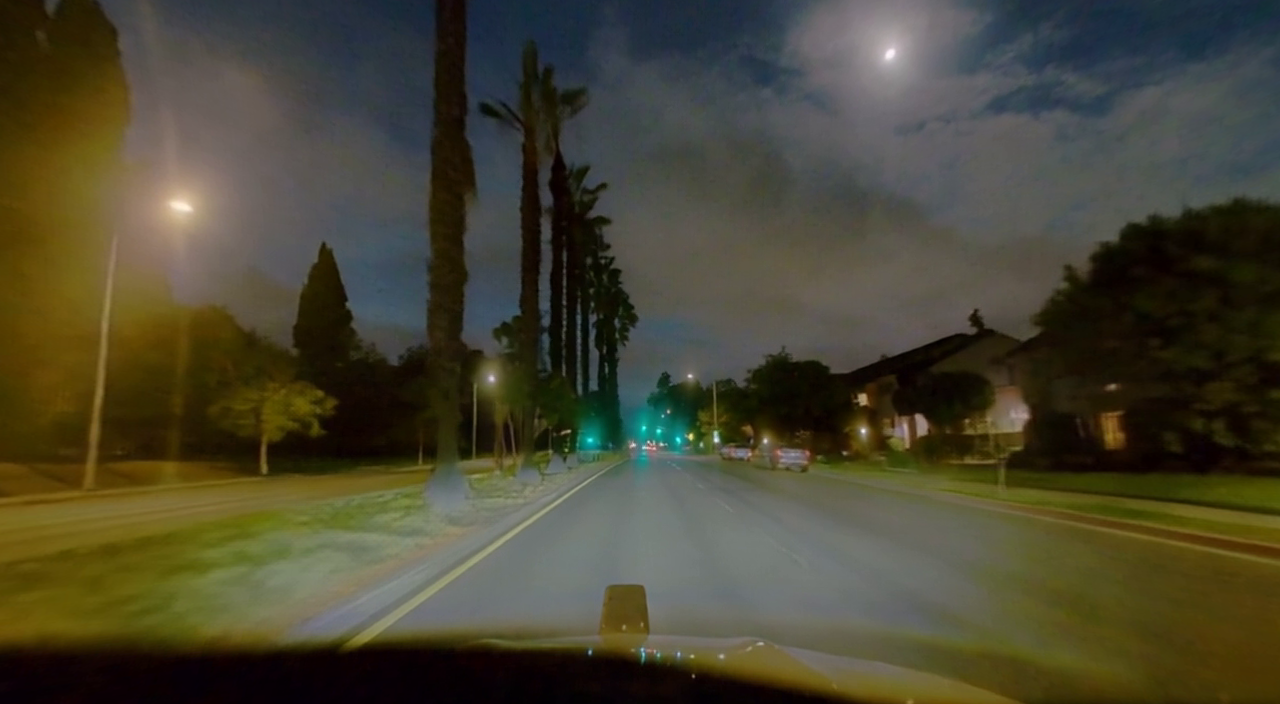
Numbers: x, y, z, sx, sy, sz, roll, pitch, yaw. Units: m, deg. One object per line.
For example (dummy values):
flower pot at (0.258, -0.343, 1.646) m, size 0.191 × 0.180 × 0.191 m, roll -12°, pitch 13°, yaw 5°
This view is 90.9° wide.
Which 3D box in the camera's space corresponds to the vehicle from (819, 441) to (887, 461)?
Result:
vehicle at (16.554, 7.706, 49.035) m, size 4.595 × 1.490 × 1.860 m, roll 0°, pitch -8°, yaw 0°

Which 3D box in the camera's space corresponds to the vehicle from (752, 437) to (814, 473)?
vehicle at (7.142, 5.182, 31.895) m, size 2.126 × 1.639 × 4.539 m, roll 0°, pitch -8°, yaw 1°
